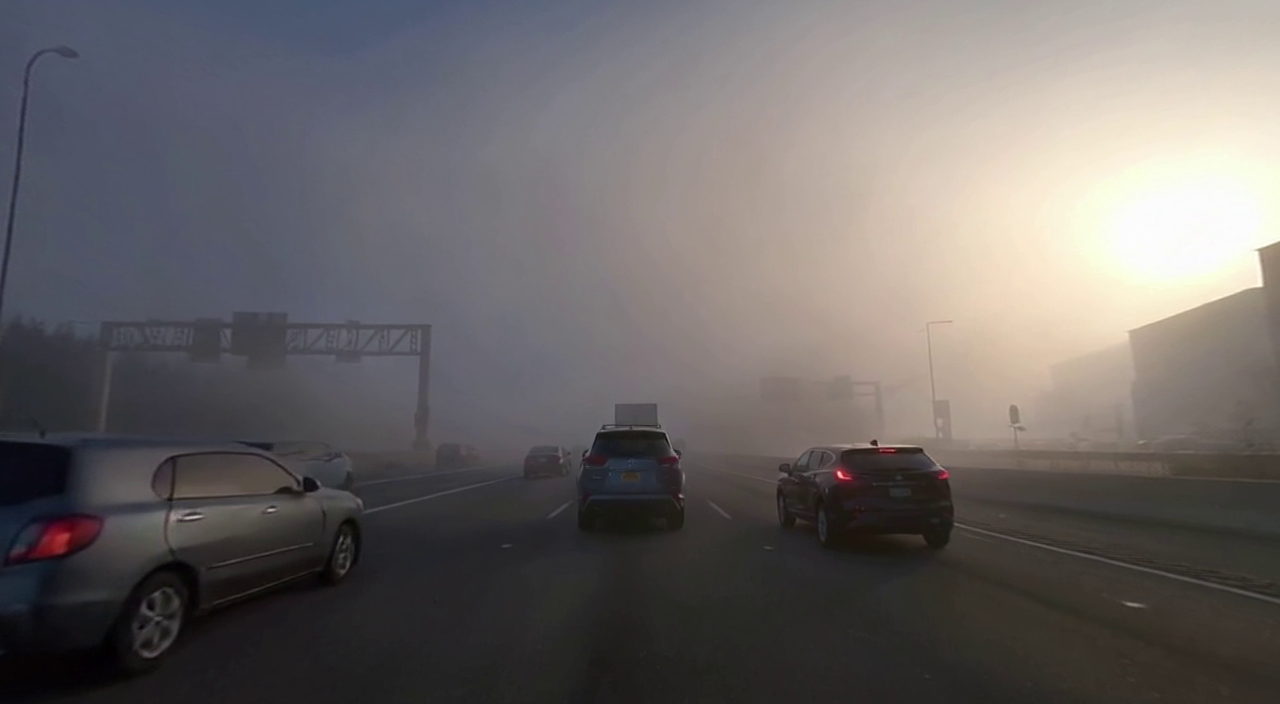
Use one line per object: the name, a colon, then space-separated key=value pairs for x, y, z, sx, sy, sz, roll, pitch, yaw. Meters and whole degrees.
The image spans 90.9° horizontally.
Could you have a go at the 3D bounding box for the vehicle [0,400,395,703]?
vehicle: x=-3.460 y=1.132 z=3.783 sx=2.132 sy=1.464 sz=4.481 roll=0 pitch=-9 yaw=1

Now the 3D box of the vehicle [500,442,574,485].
vehicle: x=-3.724 y=4.111 z=23.519 sx=2.005 sy=1.458 sz=4.143 roll=0 pitch=-9 yaw=1

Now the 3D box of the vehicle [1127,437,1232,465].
vehicle: x=31.923 y=5.854 z=37.499 sx=1.805 sy=1.536 sz=4.325 roll=3 pitch=-9 yaw=-18

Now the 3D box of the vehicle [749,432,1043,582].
vehicle: x=2.962 y=1.892 z=8.604 sx=2.018 sy=1.470 sz=4.491 roll=0 pitch=-9 yaw=-2

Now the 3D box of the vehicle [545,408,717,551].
vehicle: x=-0.129 y=1.903 z=9.960 sx=2.152 sy=1.779 sz=3.924 roll=0 pitch=-9 yaw=0

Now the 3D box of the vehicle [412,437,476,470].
vehicle: x=-10.956 y=5.727 z=35.604 sx=2.129 sy=1.720 sz=4.547 roll=0 pitch=-9 yaw=1
